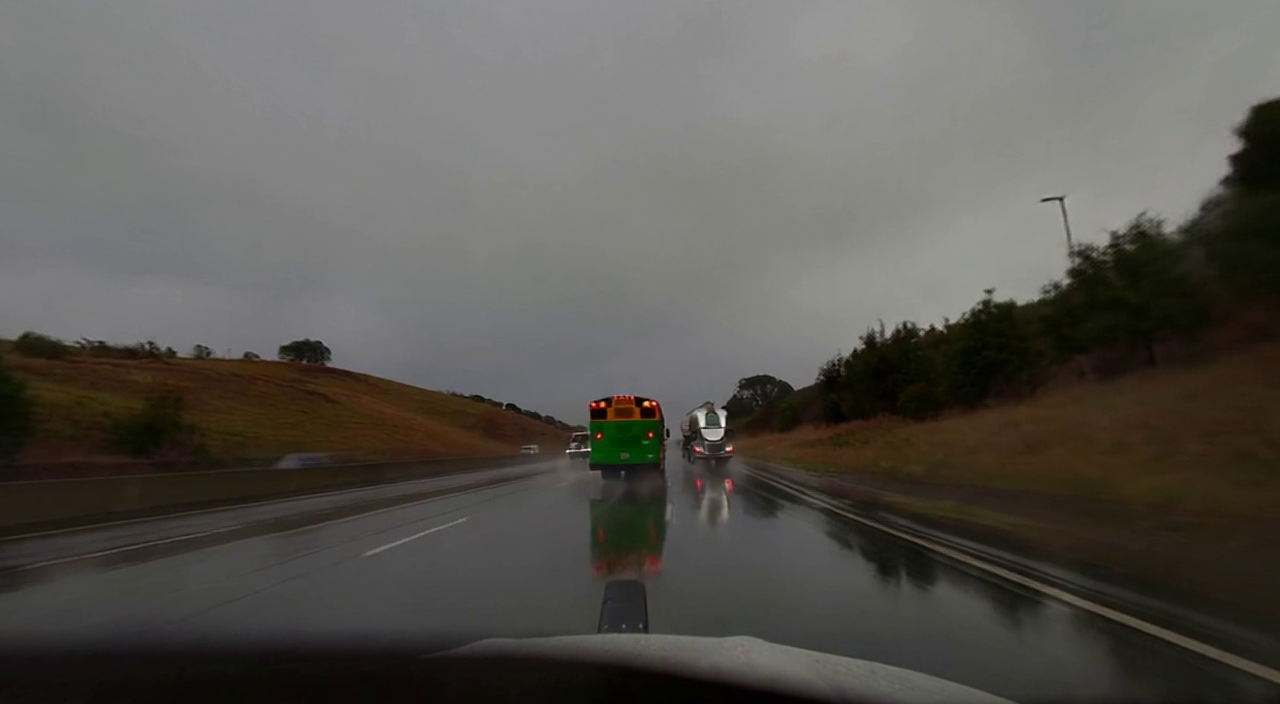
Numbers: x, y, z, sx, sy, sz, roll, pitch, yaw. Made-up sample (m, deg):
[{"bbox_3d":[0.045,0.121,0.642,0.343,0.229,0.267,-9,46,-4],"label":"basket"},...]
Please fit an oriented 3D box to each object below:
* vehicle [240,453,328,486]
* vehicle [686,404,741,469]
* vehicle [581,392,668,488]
[{"bbox_3d":[-17.879,5.893,31.905,1.842,1.482,4.133,-1,-8,3],"label":"vehicle"},{"bbox_3d":[4.479,5.388,39.835,2.716,3.705,7.018,0,-9,1],"label":"vehicle"},{"bbox_3d":[-0.295,3.796,27.066,2.948,3.265,10.569,0,-8,3],"label":"vehicle"}]
